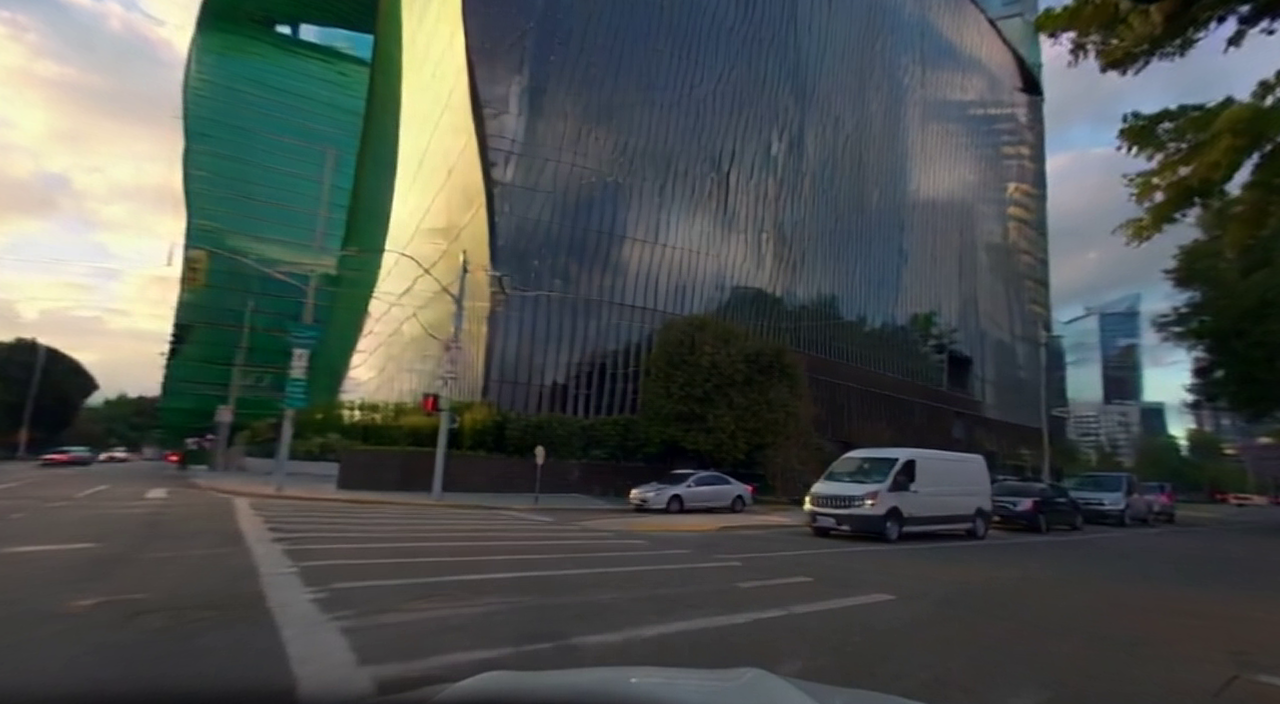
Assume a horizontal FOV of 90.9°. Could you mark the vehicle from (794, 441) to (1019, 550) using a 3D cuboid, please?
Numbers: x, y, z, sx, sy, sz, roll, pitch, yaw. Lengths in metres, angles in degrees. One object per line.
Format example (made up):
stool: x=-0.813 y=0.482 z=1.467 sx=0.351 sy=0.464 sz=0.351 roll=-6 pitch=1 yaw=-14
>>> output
vehicle: x=6.108 y=3.160 z=14.229 sx=5.252 sy=2.013 sz=2.104 roll=8 pitch=-14 yaw=-35

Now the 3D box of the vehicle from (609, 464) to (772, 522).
vehicle: x=1.511 y=3.988 z=18.169 sx=4.470 sy=1.472 sz=1.868 roll=8 pitch=-13 yaw=-34

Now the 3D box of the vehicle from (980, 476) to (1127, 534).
vehicle: x=12.313 y=4.452 z=18.693 sx=4.632 sy=1.495 sz=1.853 roll=7 pitch=-14 yaw=-34

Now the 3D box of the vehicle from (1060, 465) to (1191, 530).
vehicle: x=17.380 y=5.091 z=22.508 sx=4.884 sy=2.024 sz=2.148 roll=8 pitch=-13 yaw=-35
